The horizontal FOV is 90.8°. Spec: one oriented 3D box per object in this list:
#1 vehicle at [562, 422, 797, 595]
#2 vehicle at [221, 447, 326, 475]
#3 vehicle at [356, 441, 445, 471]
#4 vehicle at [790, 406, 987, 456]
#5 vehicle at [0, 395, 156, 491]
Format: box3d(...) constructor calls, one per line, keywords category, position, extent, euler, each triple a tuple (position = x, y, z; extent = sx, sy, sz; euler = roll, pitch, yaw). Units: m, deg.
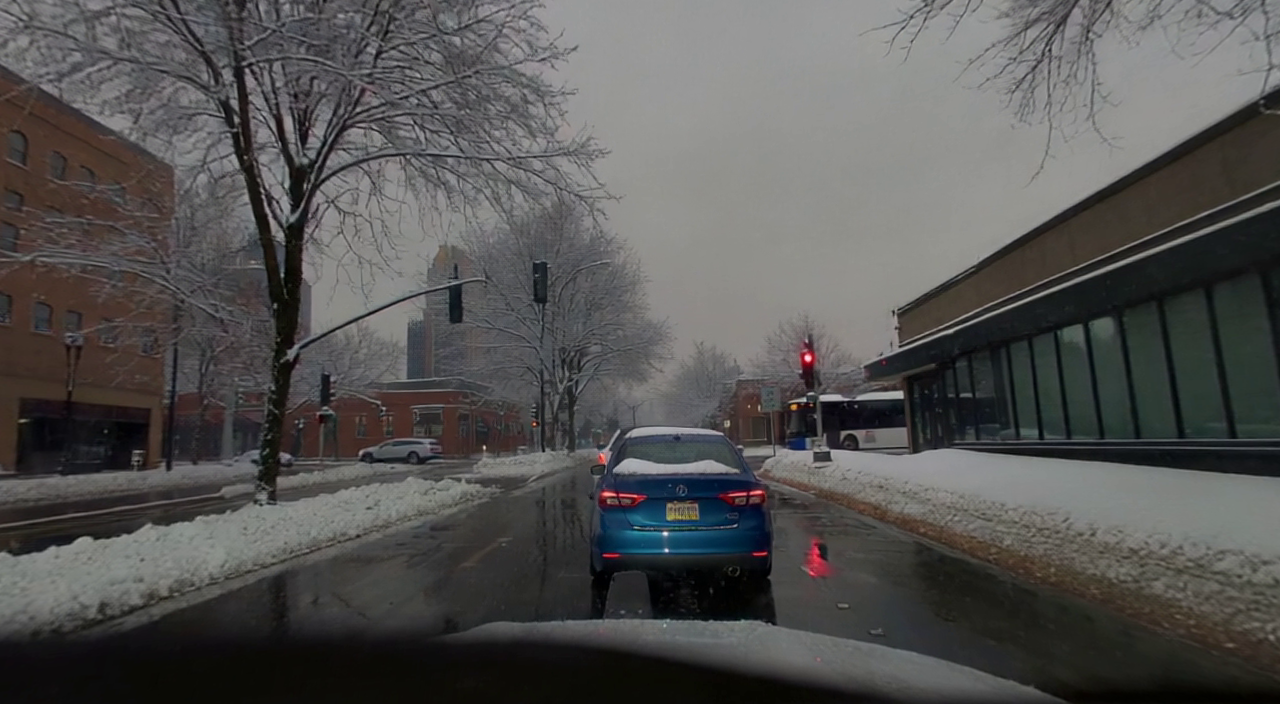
box3d(category="vehicle", position=(0.374, 1.631, 7.388), extent=(2.006, 1.470, 3.799), euler=(0, -8, 1))
box3d(category="vehicle", position=(-20.989, 6.209, 36.418), extent=(1.883, 1.461, 4.830), euler=(-5, -10, 30))
box3d(category="vehicle", position=(-14.469, 6.278, 38.338), extent=(4.561, 1.645, 1.892), euler=(8, -12, -42))
box3d(category="vehicle", position=(18.997, 6.209, 49.158), extent=(13.811, 3.706, 2.997), euler=(-1, -9, 3))
box3d(category="vehicle", position=(-25.912, 3.647, 25.362), extent=(2.692, 3.685, 10.153), euler=(-3, -9, 20))
